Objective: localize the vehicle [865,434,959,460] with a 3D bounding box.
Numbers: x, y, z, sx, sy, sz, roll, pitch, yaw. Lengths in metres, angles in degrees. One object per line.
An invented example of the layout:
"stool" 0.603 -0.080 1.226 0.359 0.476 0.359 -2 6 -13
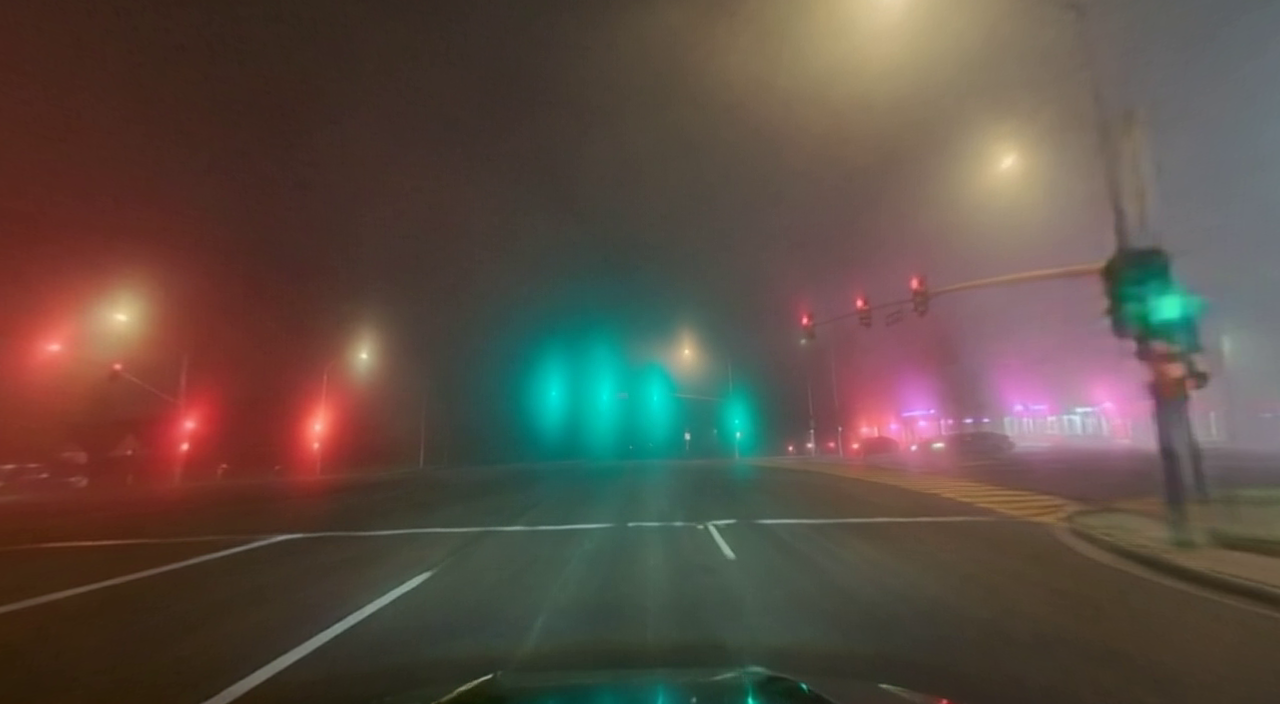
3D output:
"vehicle" 15.918 5.576 37.005 4.582 1.436 2.073 1 -9 -7

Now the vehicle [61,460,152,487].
"vehicle" -40.625 9.230 48.154 2.122 1.822 4.986 -2 -9 9

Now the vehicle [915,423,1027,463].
"vehicle" 17.809 4.915 34.021 4.721 1.637 2.256 -4 -8 -9

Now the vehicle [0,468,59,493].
"vehicle" -46.201 9.598 47.203 1.710 1.593 4.501 2 -9 -12
